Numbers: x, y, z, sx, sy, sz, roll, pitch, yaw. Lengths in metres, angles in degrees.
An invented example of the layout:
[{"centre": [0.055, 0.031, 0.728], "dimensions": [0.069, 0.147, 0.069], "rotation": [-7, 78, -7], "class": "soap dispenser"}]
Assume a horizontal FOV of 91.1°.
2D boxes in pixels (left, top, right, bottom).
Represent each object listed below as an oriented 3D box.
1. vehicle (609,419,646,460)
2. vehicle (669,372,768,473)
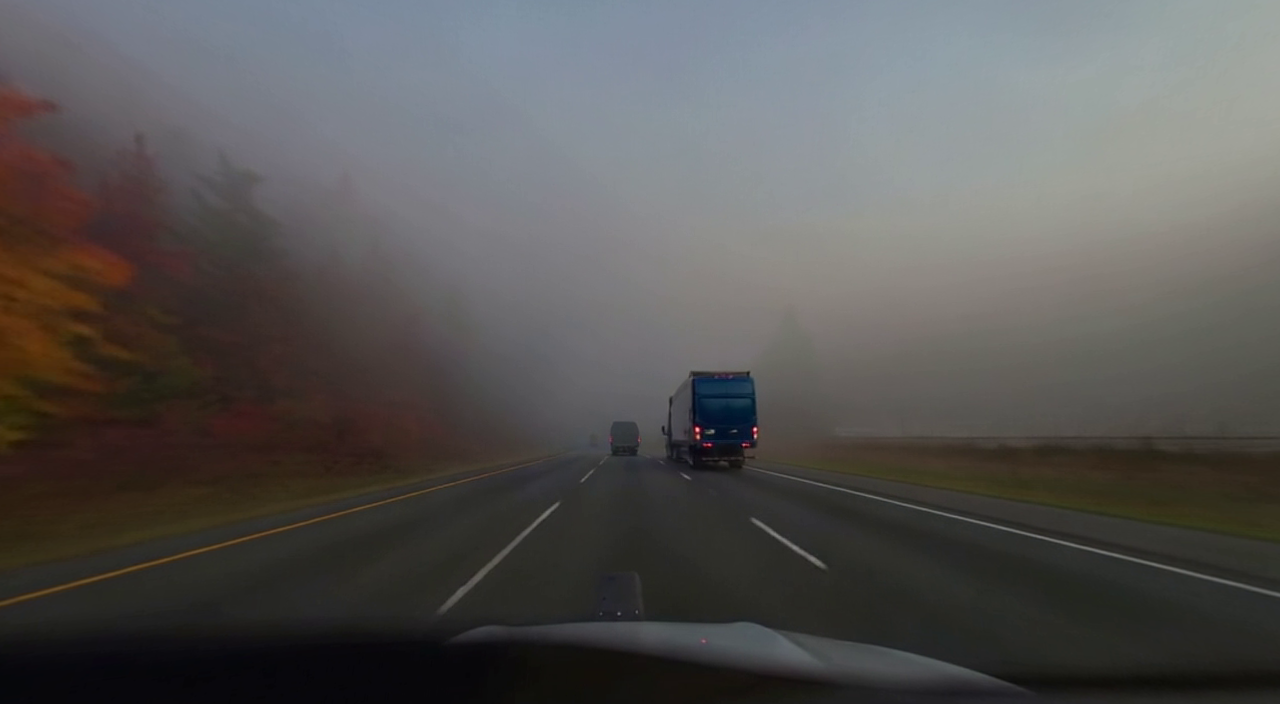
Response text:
[{"centre": [-0.860, 6.100, 43.877], "dimensions": [2.389, 2.637, 5.437], "rotation": [0, -8, -1], "class": "vehicle"}, {"centre": [3.466, 3.745, 32.172], "dimensions": [3.128, 4.087, 13.351], "rotation": [0, -8, -1], "class": "vehicle"}]
